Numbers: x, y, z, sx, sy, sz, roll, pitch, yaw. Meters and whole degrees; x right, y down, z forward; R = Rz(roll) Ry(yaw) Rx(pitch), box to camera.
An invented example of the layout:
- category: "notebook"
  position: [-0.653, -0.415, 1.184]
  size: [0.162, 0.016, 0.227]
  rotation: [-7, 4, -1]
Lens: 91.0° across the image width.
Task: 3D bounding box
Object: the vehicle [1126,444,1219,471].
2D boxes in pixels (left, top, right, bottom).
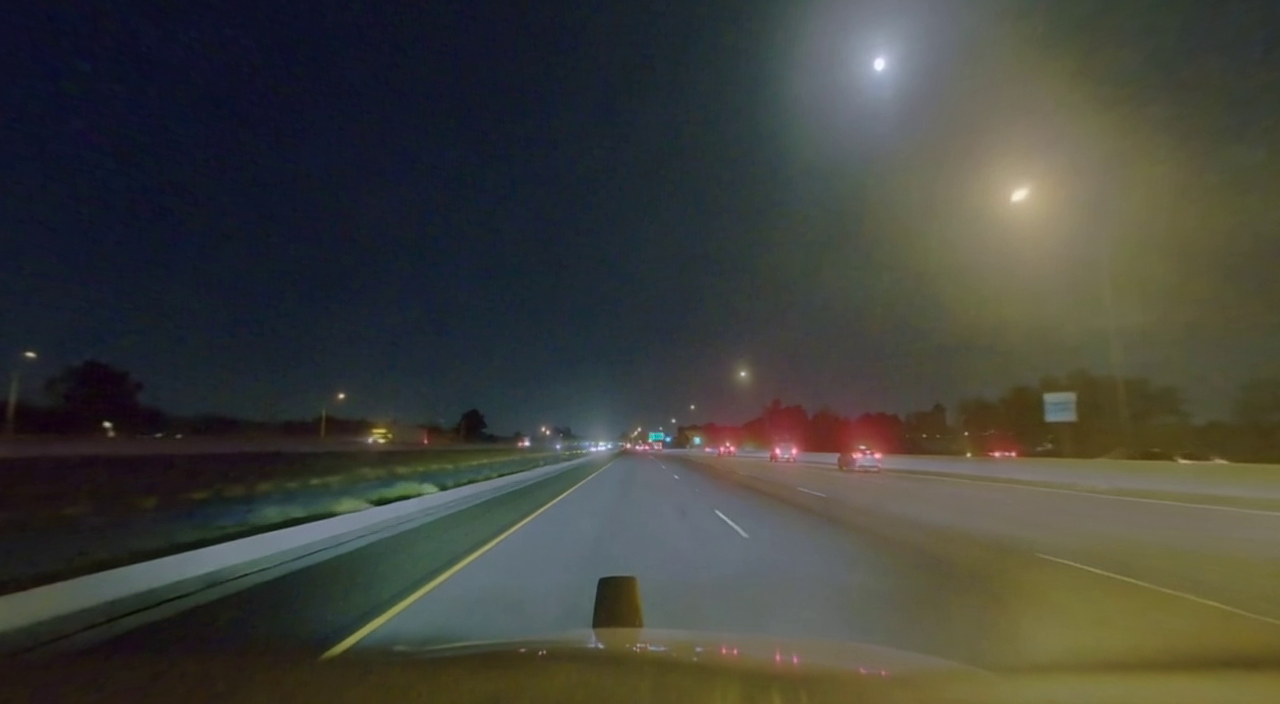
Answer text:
- category: "vehicle"
  position: [35.381, 7.005, 42.033]
  size: [1.927, 1.631, 4.803]
  rotation: [0, -8, -1]

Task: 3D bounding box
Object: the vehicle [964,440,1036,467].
- category: "vehicle"
  position: [27.161, 7.663, 47.765]
  size: [2.074, 1.881, 5.056]
  rotation: [1, -8, -6]
